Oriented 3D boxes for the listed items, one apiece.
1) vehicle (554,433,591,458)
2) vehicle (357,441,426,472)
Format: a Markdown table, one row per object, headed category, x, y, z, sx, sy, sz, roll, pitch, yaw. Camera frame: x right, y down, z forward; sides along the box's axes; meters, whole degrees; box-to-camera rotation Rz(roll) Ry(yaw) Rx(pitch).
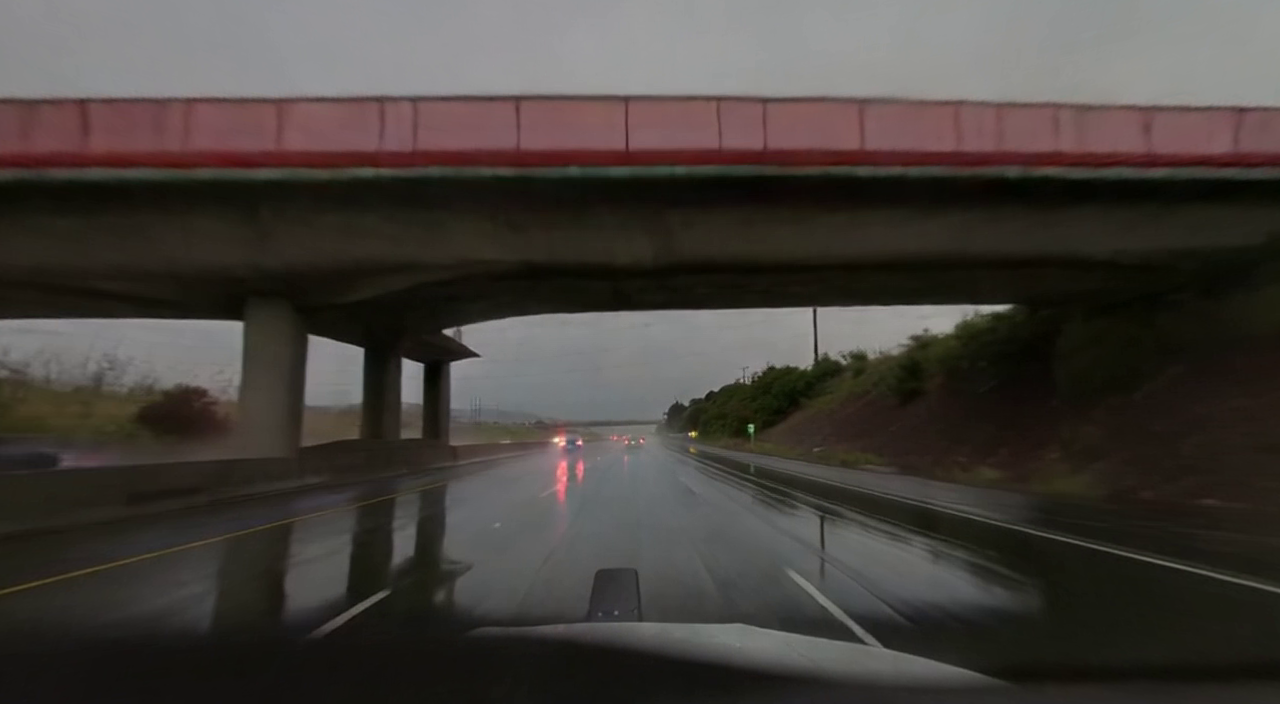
| category | x | y | z | sx | sy | sz | roll | pitch | yaw |
| --- | --- | --- | --- | --- | --- | --- | --- | --- | --- |
| vehicle | -4.492 | 6.300 | 42.606 | 2.074 | 1.535 | 4.437 | 0 | -8 | 0 |
| vehicle | -12.608 | 5.306 | 32.260 | 1.810 | 1.449 | 4.182 | 0 | -8 | 1 |
